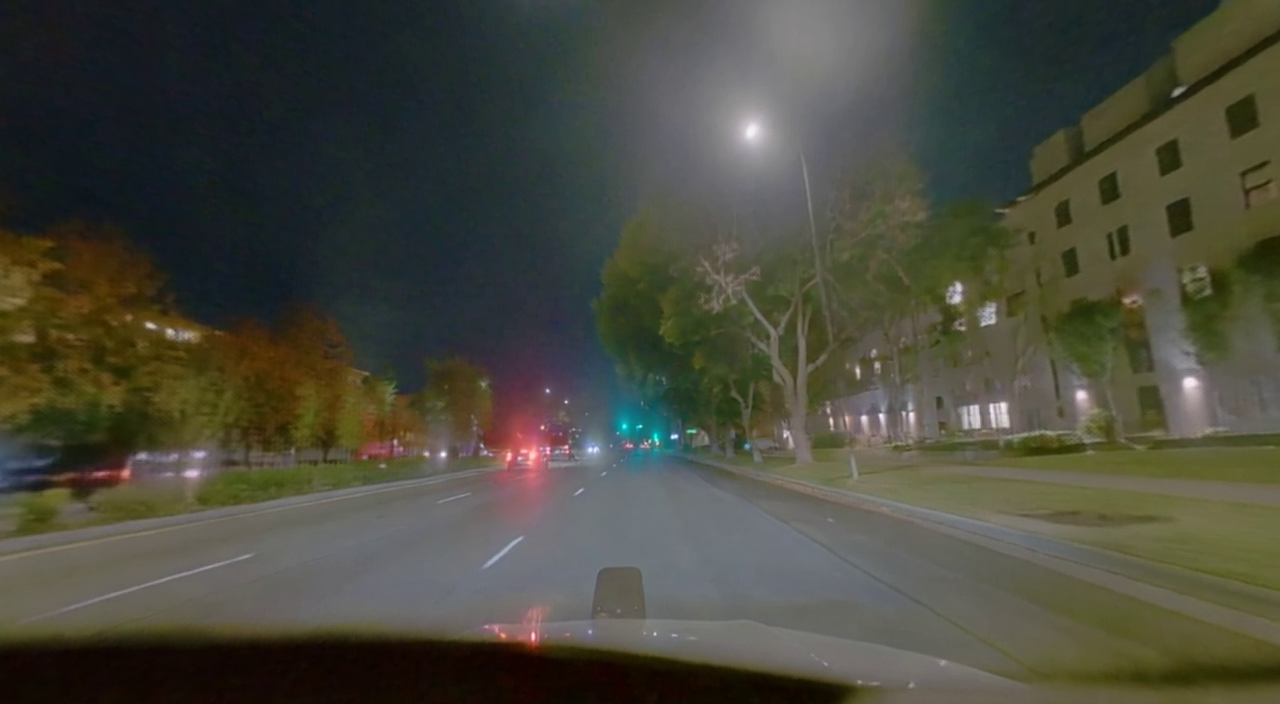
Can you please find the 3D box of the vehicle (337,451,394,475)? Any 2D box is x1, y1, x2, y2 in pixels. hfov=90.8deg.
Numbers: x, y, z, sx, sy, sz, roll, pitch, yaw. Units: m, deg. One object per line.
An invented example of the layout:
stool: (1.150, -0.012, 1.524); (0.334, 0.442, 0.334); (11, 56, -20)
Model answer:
vehicle: (-17.936, 7.290, 41.561); (1.794, 1.449, 4.384); (0, -9, 0)

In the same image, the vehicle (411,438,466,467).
vehicle: (-15.095, 7.569, 47.676); (2.326, 2.030, 5.373); (0, -9, 1)

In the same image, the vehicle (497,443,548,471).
vehicle: (-6.461, 5.824, 35.289); (1.970, 1.456, 4.441); (0, -9, 0)

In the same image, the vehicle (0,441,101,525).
vehicle: (-14.702, 2.877, 13.912); (1.947, 1.784, 4.175); (0, -9, 0)

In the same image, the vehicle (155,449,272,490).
vehicle: (-18.049, 4.942, 27.042); (1.874, 1.587, 4.492); (0, -9, 0)
